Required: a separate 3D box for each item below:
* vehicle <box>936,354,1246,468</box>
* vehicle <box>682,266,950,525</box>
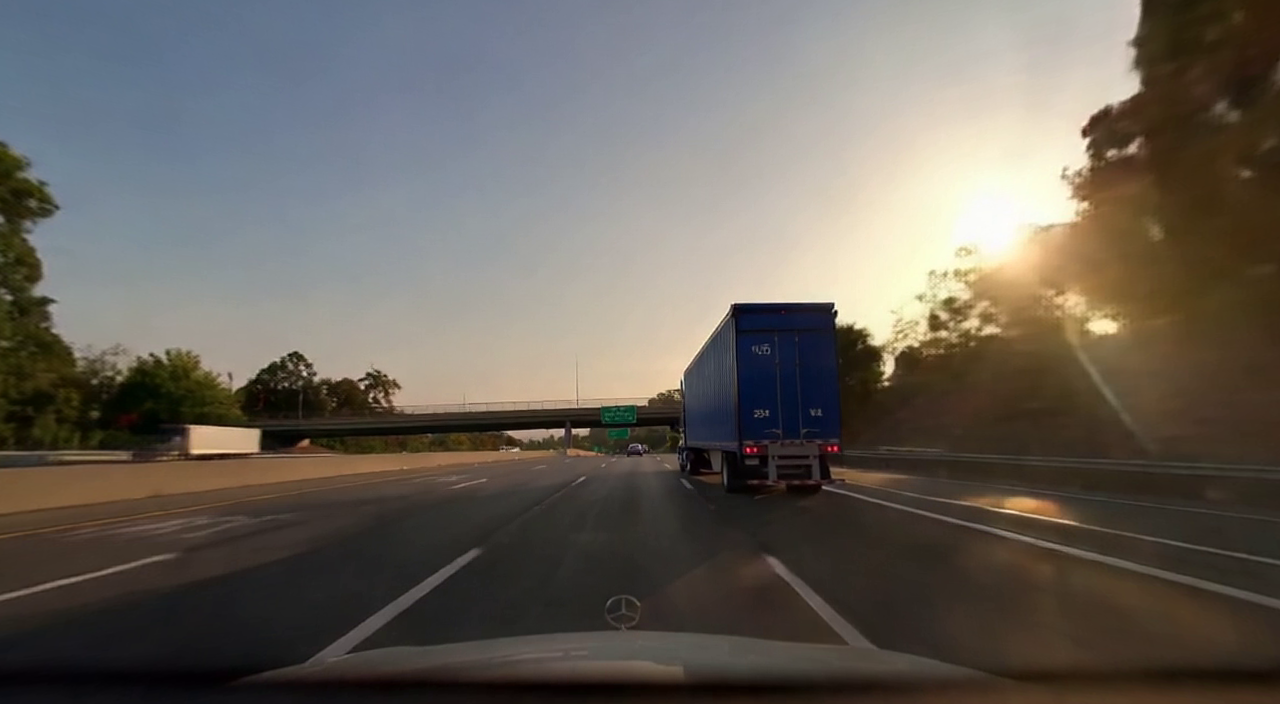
[{"bbox_3d":[21.384,3.523,32.354,4.916,4.592,13.750,1,-10,-4],"label":"vehicle"},{"bbox_3d":[3.307,1.870,18.243,2.743,4.160,16.408,0,-9,-1],"label":"vehicle"}]
